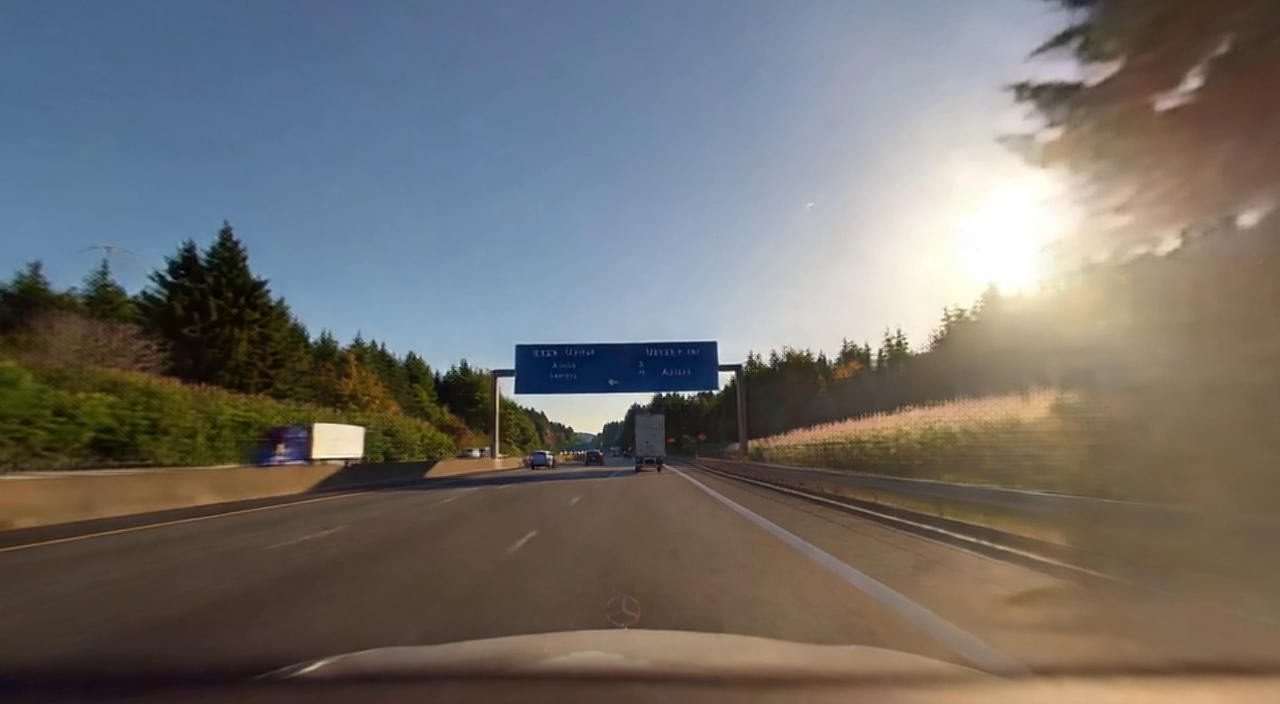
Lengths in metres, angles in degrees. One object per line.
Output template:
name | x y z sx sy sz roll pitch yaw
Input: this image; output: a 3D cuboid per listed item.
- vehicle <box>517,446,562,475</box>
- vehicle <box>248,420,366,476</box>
vehicle | -6.514 7.089 41.292 2.119 1.754 4.404 0 -9 1
vehicle | -23.807 7.024 45.970 3.032 3.588 10.037 0 -9 0
